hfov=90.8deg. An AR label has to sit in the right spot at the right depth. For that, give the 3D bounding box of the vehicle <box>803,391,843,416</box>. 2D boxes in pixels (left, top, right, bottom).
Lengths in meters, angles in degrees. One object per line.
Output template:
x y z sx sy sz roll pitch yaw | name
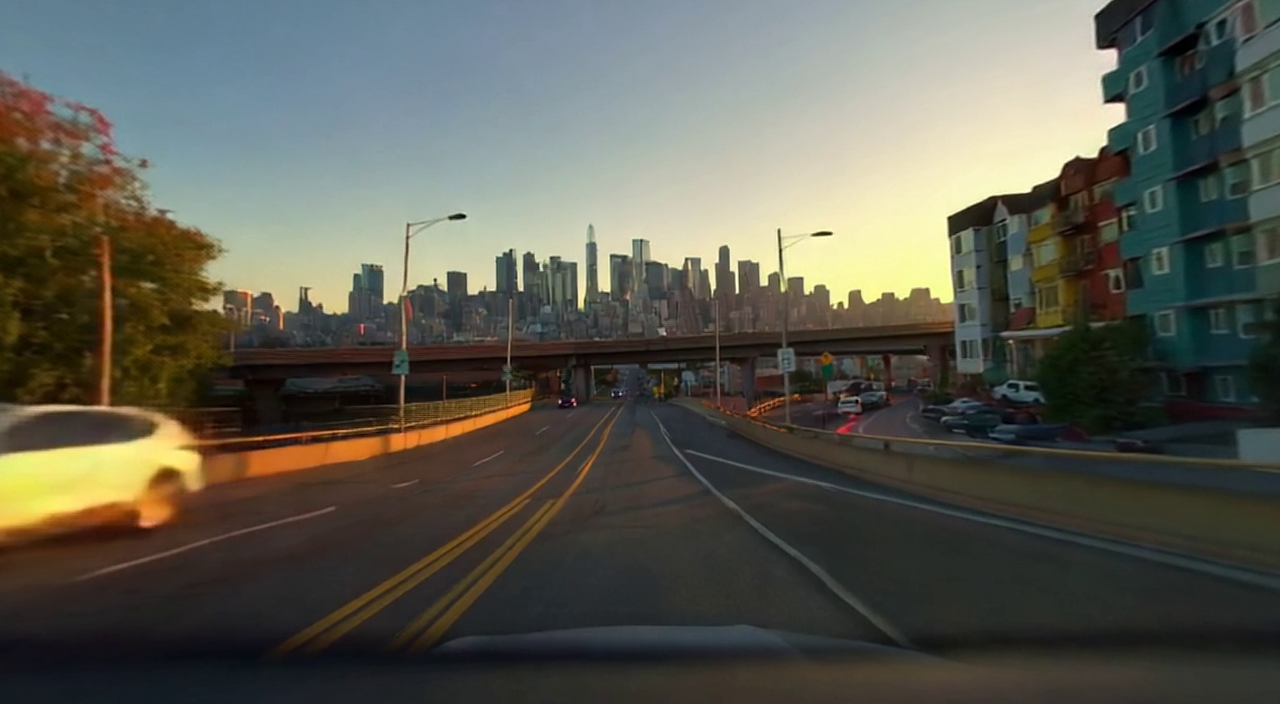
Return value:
13.751 3.916 47.637 1.779 1.489 3.734 2 -9 -2 | vehicle

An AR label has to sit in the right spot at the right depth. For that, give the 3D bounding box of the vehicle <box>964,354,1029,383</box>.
26.851 1.247 47.666 3.698 1.510 1.672 -5 -14 -2 | vehicle

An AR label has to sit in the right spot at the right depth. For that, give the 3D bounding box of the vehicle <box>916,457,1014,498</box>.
13.854 5.338 27.213 1.809 1.497 3.837 -1 -9 -6 | vehicle

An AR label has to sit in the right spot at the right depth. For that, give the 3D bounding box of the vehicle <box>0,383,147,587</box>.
-6.668 1.072 4.891 2.175 1.771 4.352 0 -8 -1 | vehicle
